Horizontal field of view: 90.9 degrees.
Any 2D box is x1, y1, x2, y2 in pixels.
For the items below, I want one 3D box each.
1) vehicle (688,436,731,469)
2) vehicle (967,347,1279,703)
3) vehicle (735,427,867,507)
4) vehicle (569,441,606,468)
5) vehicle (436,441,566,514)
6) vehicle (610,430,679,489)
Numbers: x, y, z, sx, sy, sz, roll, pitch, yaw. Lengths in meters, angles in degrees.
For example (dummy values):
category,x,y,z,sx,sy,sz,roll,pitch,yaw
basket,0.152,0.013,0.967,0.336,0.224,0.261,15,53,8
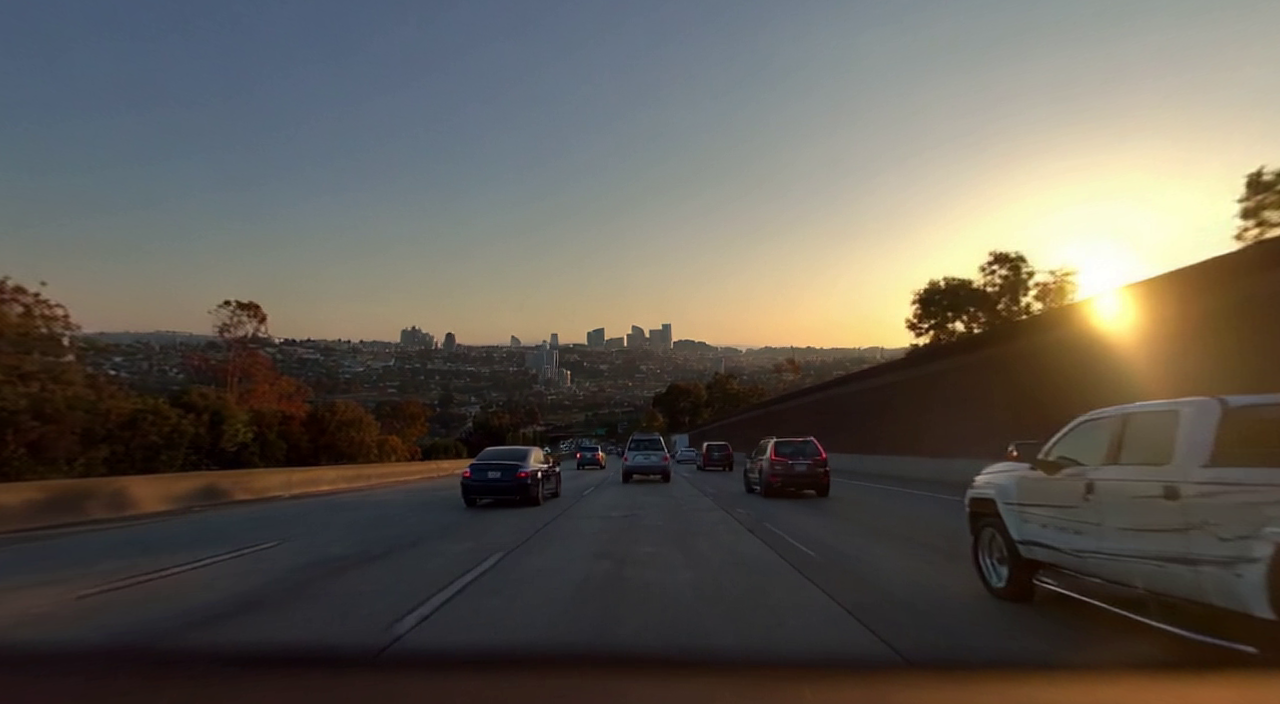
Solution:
category,x,y,z,sx,sy,sz,roll,pitch,yaw
vehicle,4.089,5.935,37.517,2.039,1.832,3.989,0,-8,-1
vehicle,3.872,0.879,3.078,2.156,1.701,4.494,0,-8,1
vehicle,3.774,2.780,15.700,2.094,1.676,4.309,0,-8,-1
vehicle,-3.395,6.764,41.729,1.951,1.694,4.188,-1,-8,2
vehicle,-3.109,2.917,15.319,1.965,1.443,4.968,0,-8,1
vehicle,0.145,3.694,21.979,2.153,1.805,4.631,0,-8,0
